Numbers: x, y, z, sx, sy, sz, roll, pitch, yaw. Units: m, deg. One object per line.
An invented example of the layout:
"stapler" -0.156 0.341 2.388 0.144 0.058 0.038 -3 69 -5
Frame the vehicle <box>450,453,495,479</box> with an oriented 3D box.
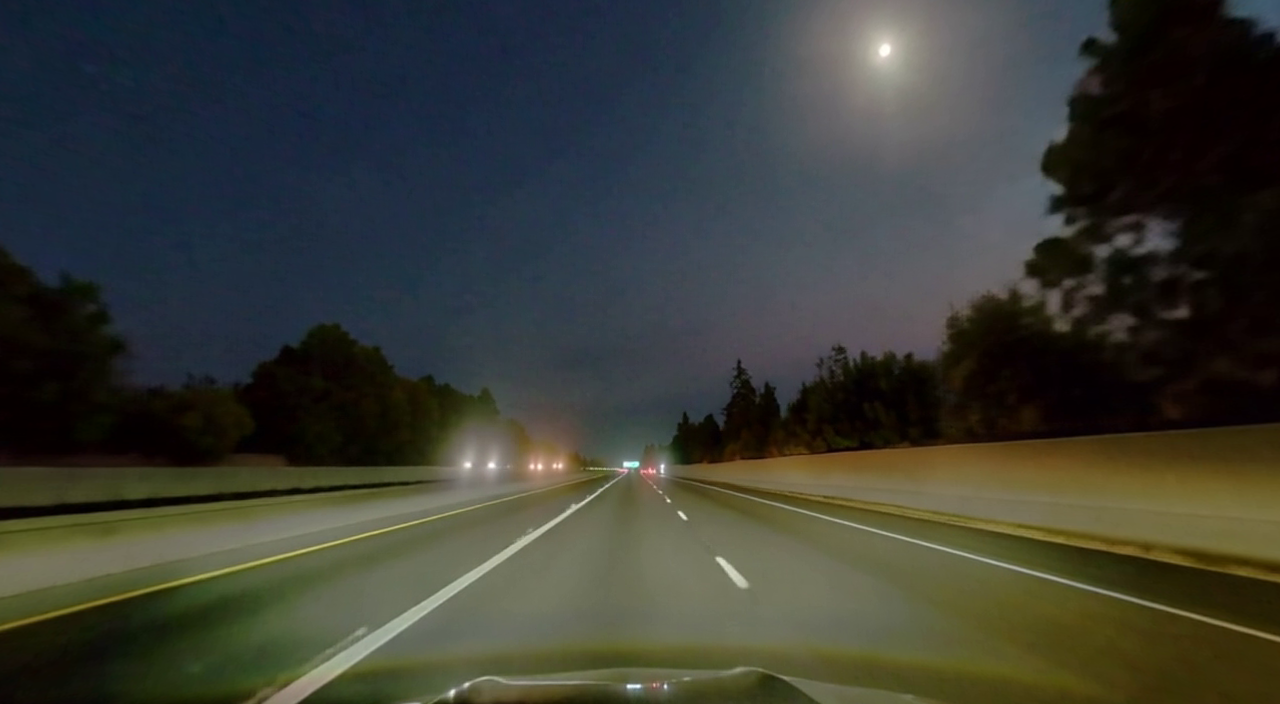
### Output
"vehicle" -12.923 8.837 48.835 2.148 1.890 4.919 1 -10 -1
